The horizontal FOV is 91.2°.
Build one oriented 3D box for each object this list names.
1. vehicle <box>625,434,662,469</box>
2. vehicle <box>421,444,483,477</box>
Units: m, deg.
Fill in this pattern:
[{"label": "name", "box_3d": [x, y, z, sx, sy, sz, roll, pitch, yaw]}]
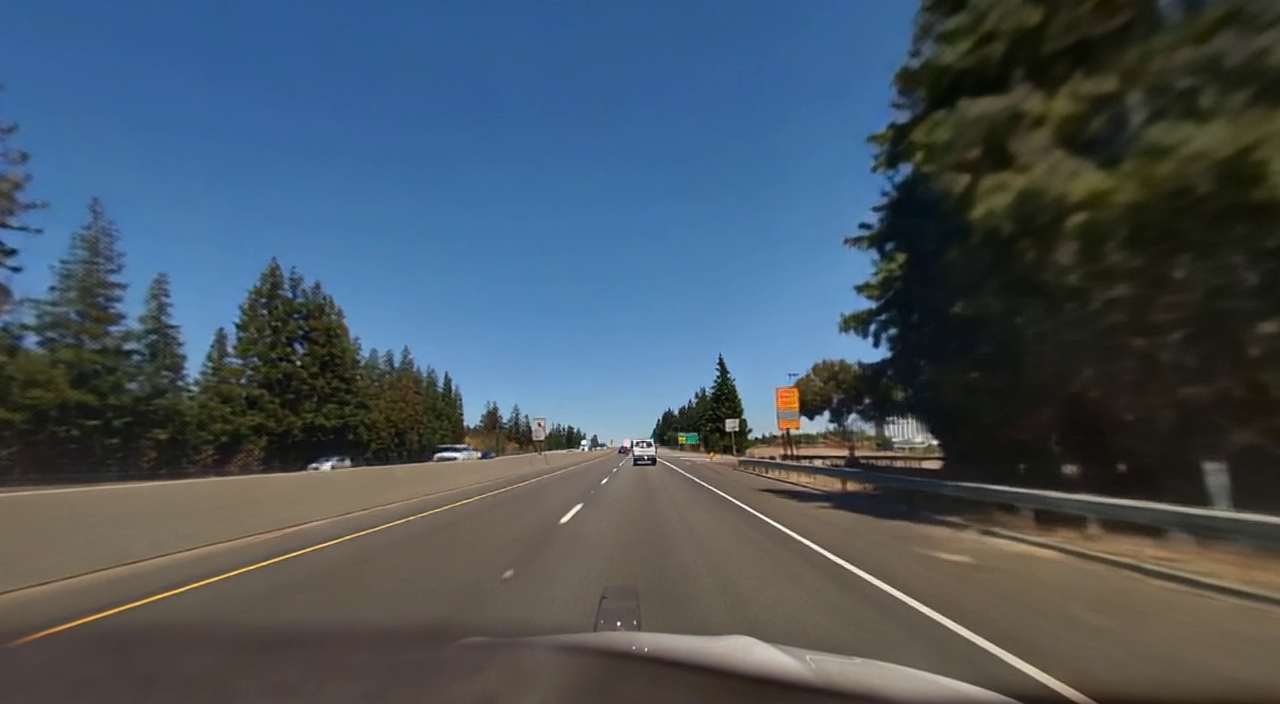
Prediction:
[{"label": "vehicle", "box_3d": [0.251, 6.421, 40.496, 2.268, 2.122, 4.595, -1, -9, 1]}, {"label": "vehicle", "box_3d": [-12.160, 7.055, 41.029, 2.243, 1.979, 5.607, -1, -9, 1]}]
